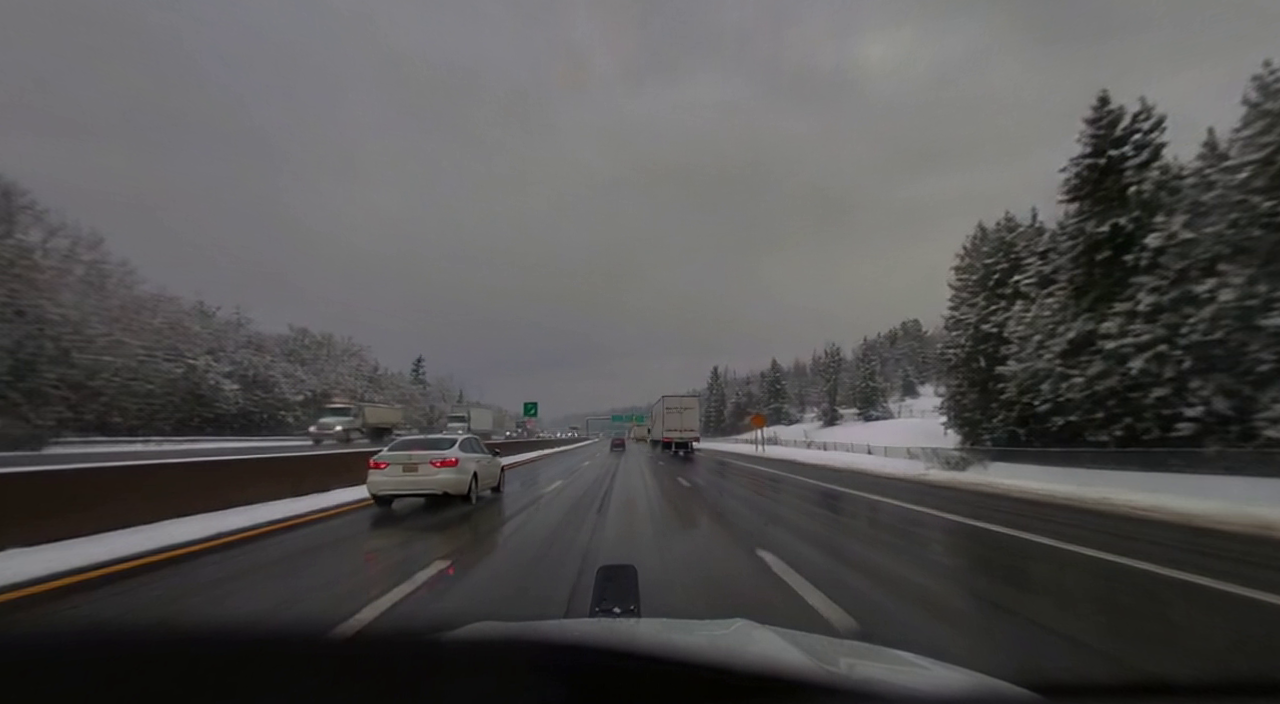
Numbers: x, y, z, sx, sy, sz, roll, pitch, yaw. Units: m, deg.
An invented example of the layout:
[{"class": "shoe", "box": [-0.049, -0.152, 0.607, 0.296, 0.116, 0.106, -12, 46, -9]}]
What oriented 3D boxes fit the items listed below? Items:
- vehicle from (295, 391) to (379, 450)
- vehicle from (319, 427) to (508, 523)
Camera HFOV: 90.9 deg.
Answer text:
[{"class": "vehicle", "box": [-20.498, 4.741, 43.002, 2.925, 3.762, 5.701, 0, -7, -1]}, {"class": "vehicle", "box": [-3.906, 2.168, 11.826, 1.971, 1.444, 4.401, 0, -8, -1]}]
